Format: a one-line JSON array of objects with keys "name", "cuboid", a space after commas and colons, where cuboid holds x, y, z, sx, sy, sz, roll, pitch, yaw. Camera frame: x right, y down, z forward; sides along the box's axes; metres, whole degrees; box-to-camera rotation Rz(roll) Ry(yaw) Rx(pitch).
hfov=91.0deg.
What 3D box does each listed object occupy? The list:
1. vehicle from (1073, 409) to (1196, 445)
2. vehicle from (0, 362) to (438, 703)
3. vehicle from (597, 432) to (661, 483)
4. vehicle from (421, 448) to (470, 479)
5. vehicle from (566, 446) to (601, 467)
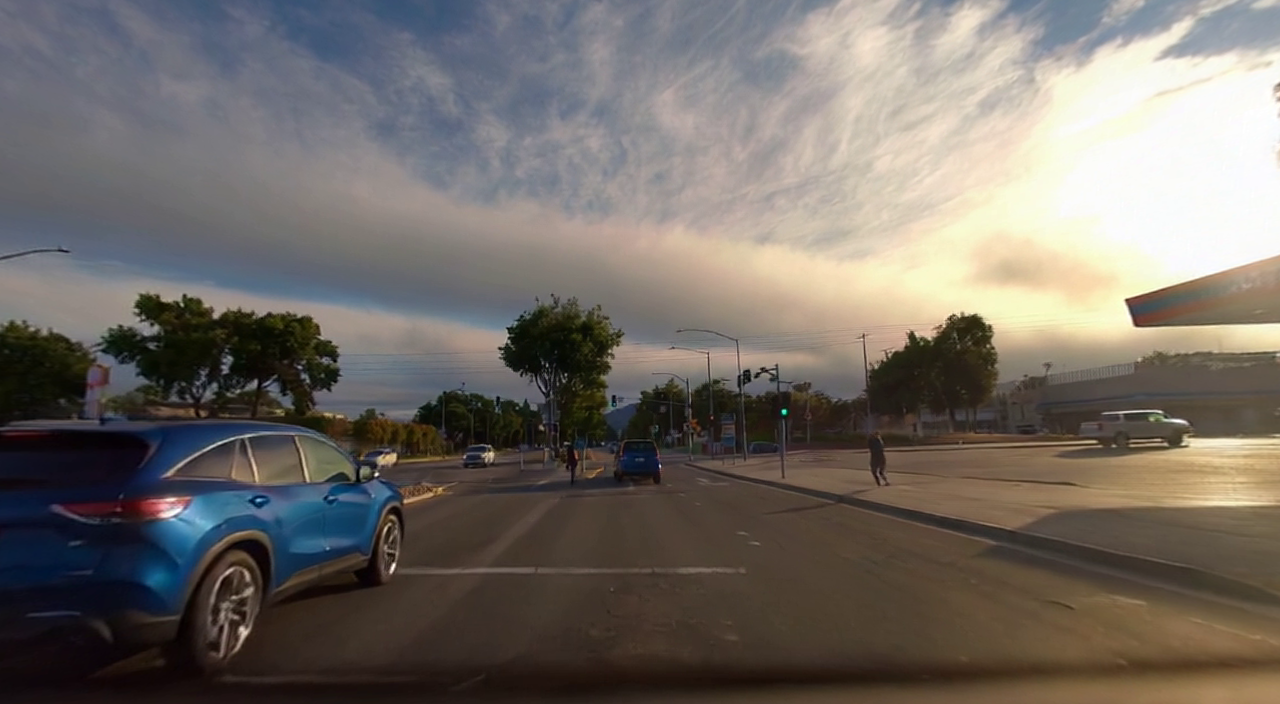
[{"name": "vehicle", "cuboid": [27.619, 4.225, 35.290, 5.102, 1.893, 2.120, 0, -9, -2]}, {"name": "vehicle", "cuboid": [-3.495, 1.265, 5.042, 2.247, 1.734, 4.919, 0, -8, -2]}, {"name": "vehicle", "cuboid": [-0.534, 4.633, 27.899, 2.552, 1.999, 5.498, 0, -8, -2]}, {"name": "vehicle", "cuboid": [-11.816, 6.763, 38.450, 1.943, 1.643, 4.167, -2, -8, -4]}, {"name": "vehicle", "cuboid": [-4.273, 7.952, 48.169, 2.192, 1.458, 4.594, 0, -8, 0]}]
